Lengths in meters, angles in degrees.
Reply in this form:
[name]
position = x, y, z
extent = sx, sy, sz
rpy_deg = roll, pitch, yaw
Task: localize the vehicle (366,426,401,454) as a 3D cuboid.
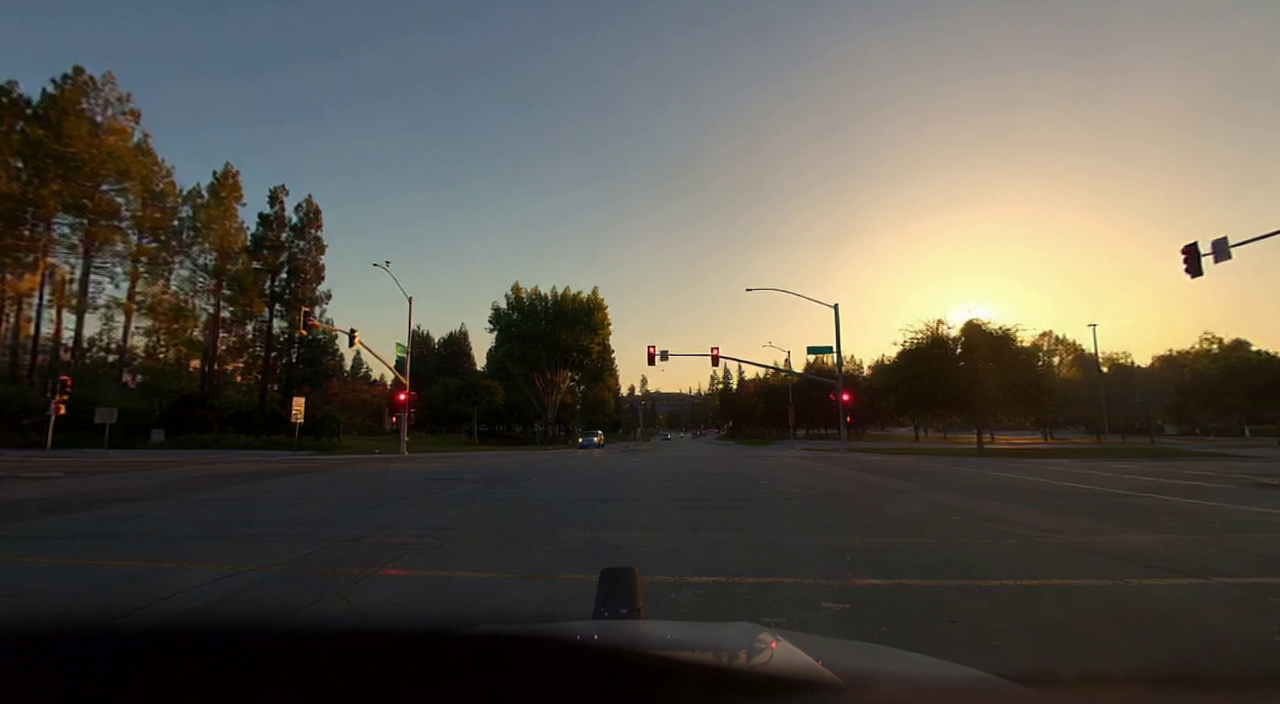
[vehicle]
position = -19.981, 6.859, 48.903
extent = 1.873, 2.079, 2.879
rpy_deg = 6, -10, -34
